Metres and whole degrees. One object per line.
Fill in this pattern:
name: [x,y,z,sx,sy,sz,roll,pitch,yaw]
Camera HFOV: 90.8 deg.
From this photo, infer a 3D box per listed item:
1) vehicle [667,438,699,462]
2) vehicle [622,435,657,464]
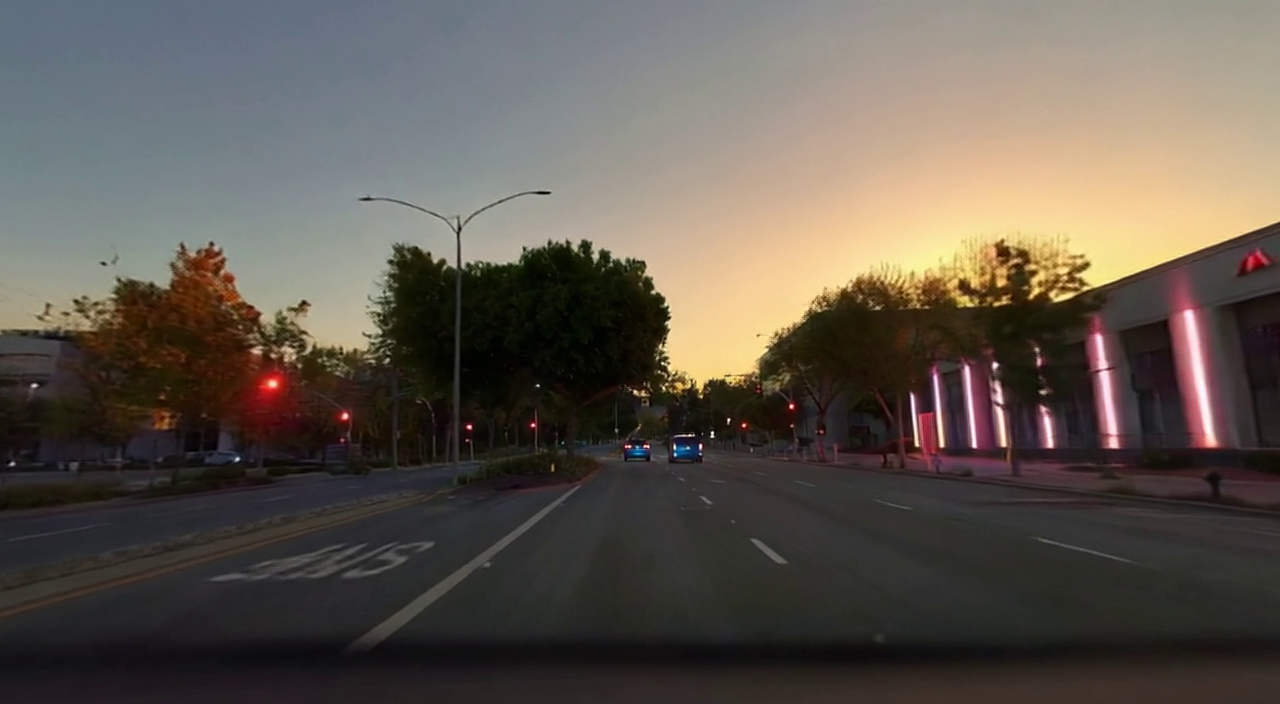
vehicle: [3.317,7.631,49.298,2.107,1.736,4.228,0,-8,-2]
vehicle: [-0.096,7.084,46.123,2.413,1.939,4.716,0,-8,-2]
